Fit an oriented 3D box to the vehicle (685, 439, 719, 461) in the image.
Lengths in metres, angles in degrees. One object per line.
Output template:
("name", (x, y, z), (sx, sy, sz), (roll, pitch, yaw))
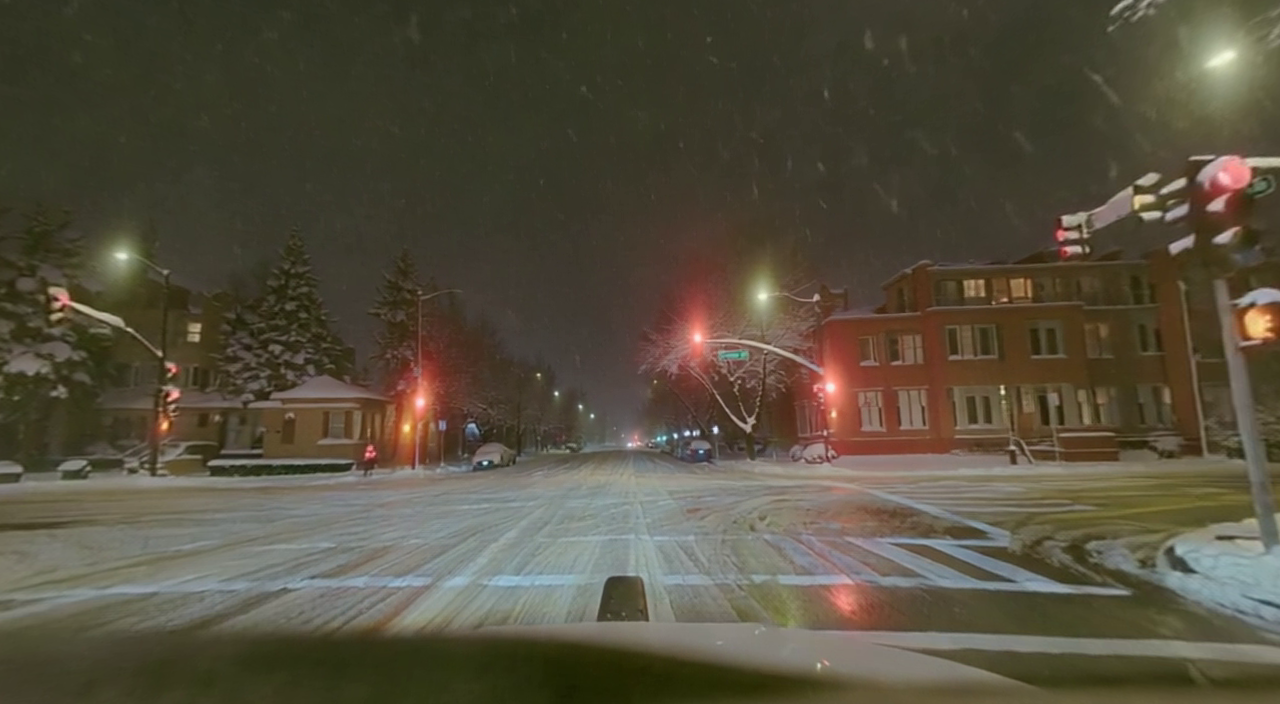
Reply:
("vehicle", (4.262, 6.806, 43.901), (1.987, 1.466, 4.389), (0, -8, 0))
